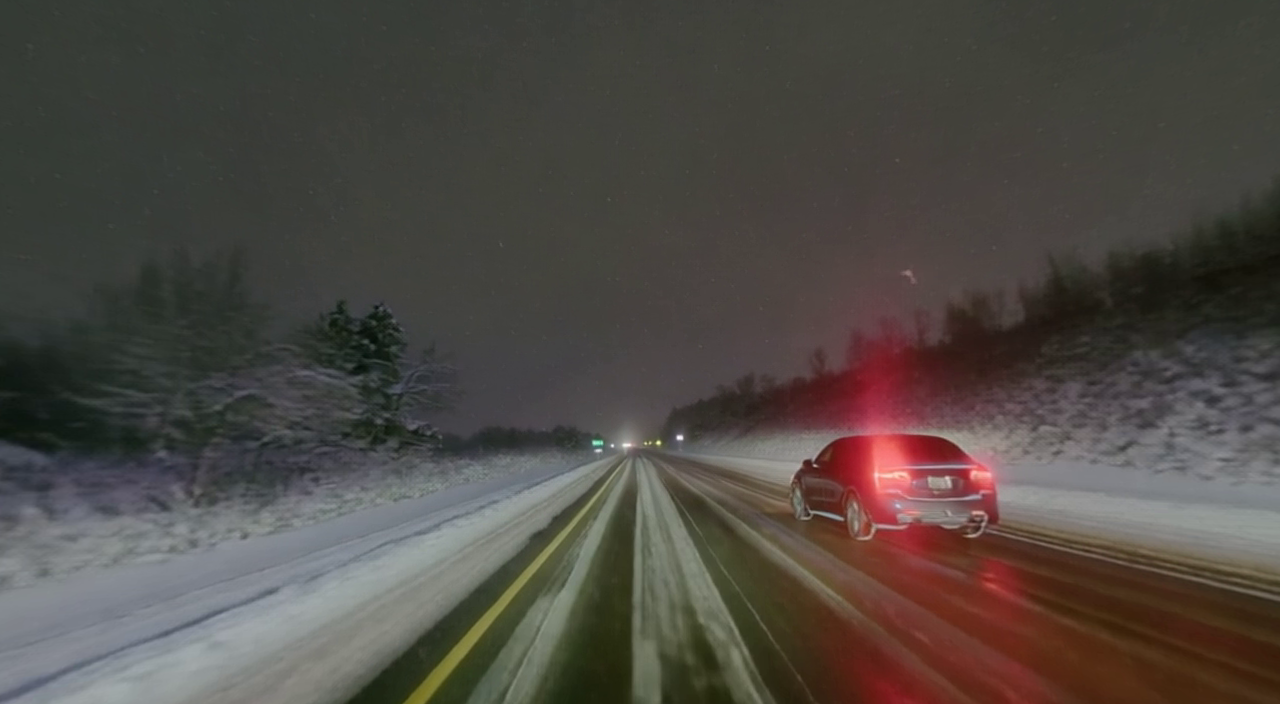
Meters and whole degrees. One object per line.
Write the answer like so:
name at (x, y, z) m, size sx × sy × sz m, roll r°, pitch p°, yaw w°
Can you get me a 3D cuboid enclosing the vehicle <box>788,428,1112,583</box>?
vehicle at (3.515, 1.813, 8.355) m, size 2.003 × 1.466 × 4.441 m, roll 0°, pitch -9°, yaw 0°
